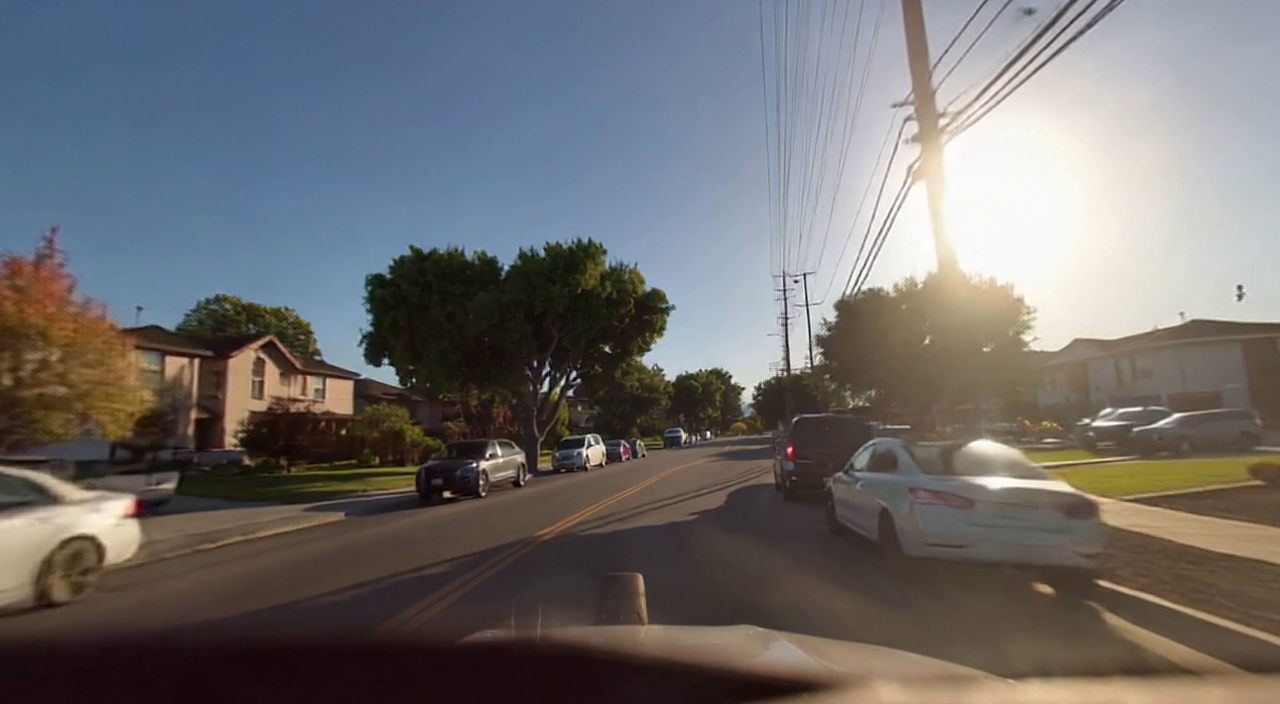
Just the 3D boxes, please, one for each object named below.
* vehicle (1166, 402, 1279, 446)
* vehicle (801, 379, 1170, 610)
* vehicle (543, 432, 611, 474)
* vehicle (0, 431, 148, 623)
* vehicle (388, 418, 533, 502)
[{"bbox_3d":[27.544,3.456,29.625,2.164,1.722,4.621,-1,-11,8],"label":"vehicle"},{"bbox_3d":[3.391,1.489,7.644,2.032,1.810,5.047,-1,-8,6],"label":"vehicle"},{"bbox_3d":[-3.027,5.014,31.542,2.192,1.873,4.985,-3,-8,9],"label":"vehicle"},{"bbox_3d":[-7.089,1.555,5.002,2.184,1.751,5.057,-4,-9,3],"label":"vehicle"},{"bbox_3d":[-5.159,3.274,19.142,2.353,2.037,5.358,-5,-10,6],"label":"vehicle"}]
